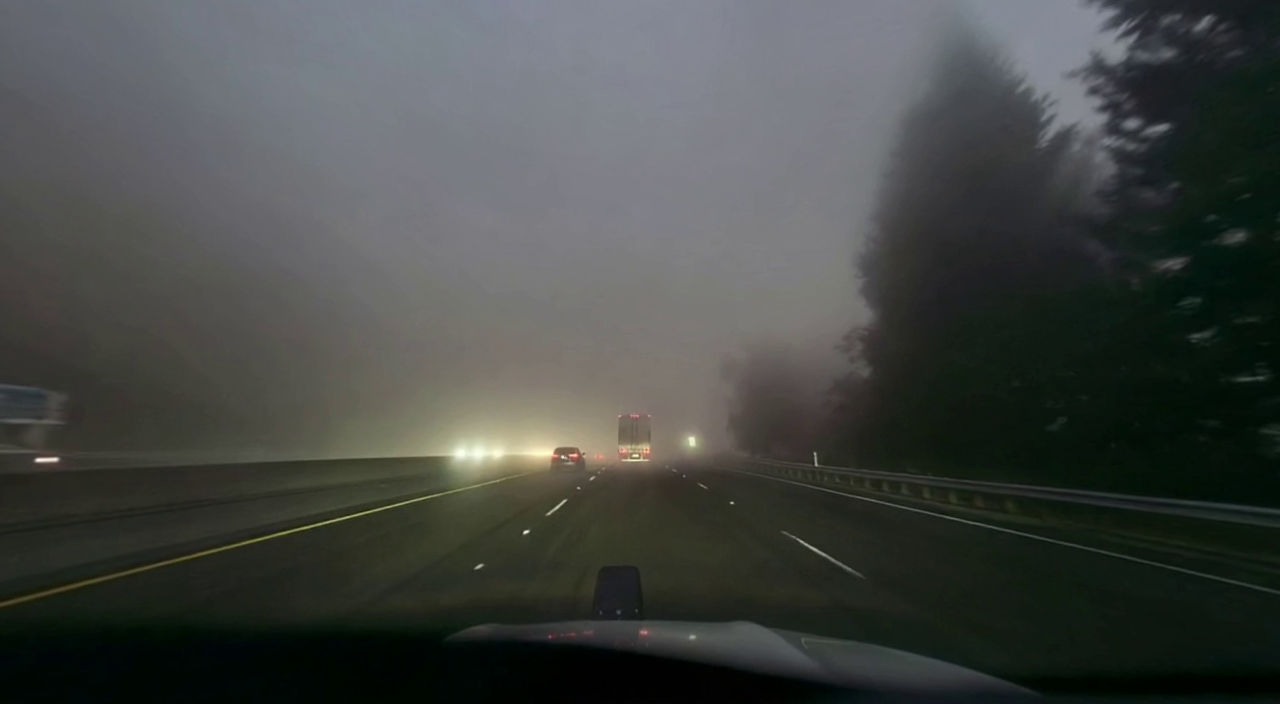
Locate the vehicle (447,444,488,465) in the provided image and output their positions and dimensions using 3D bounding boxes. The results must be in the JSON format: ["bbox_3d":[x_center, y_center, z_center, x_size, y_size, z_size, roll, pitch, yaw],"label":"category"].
[{"bbox_3d":[-13.300,7.941,48.486,1.966,1.518,4.276,0,-9,0],"label":"vehicle"}]

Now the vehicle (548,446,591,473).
[{"bbox_3d":[-4.118,6.362,37.270,2.057,1.519,4.372,0,-9,0],"label":"vehicle"}]
